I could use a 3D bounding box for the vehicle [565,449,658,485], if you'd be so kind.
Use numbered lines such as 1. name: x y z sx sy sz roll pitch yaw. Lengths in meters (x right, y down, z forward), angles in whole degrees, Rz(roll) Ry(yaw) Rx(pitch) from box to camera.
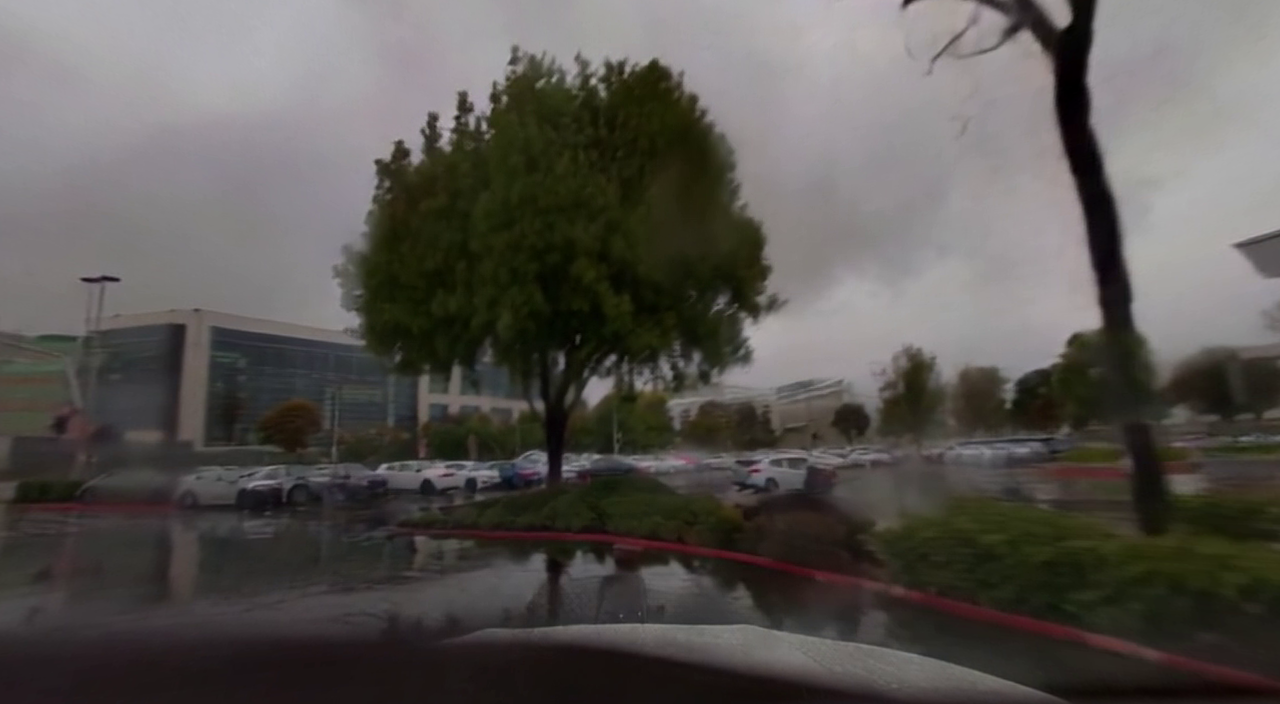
1. vehicle: -1.778 7.022 38.317 5.285 1.837 2.318 -10 -14 33

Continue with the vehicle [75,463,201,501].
1. vehicle: -28.888 7.473 36.526 2.086 1.939 5.176 -11 -14 35

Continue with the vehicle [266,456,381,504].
1. vehicle: -12.240 4.958 24.299 4.934 1.543 1.915 -12 -14 37

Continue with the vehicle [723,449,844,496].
1. vehicle: 6.291 5.382 28.078 4.755 1.707 1.889 -12 -14 35

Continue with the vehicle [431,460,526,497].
1. vehicle: -7.810 6.103 30.339 4.622 1.479 1.849 -11 -14 34

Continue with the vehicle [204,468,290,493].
1. vehicle: -27.528 9.014 44.411 1.727 1.466 4.721 -11 -14 34
